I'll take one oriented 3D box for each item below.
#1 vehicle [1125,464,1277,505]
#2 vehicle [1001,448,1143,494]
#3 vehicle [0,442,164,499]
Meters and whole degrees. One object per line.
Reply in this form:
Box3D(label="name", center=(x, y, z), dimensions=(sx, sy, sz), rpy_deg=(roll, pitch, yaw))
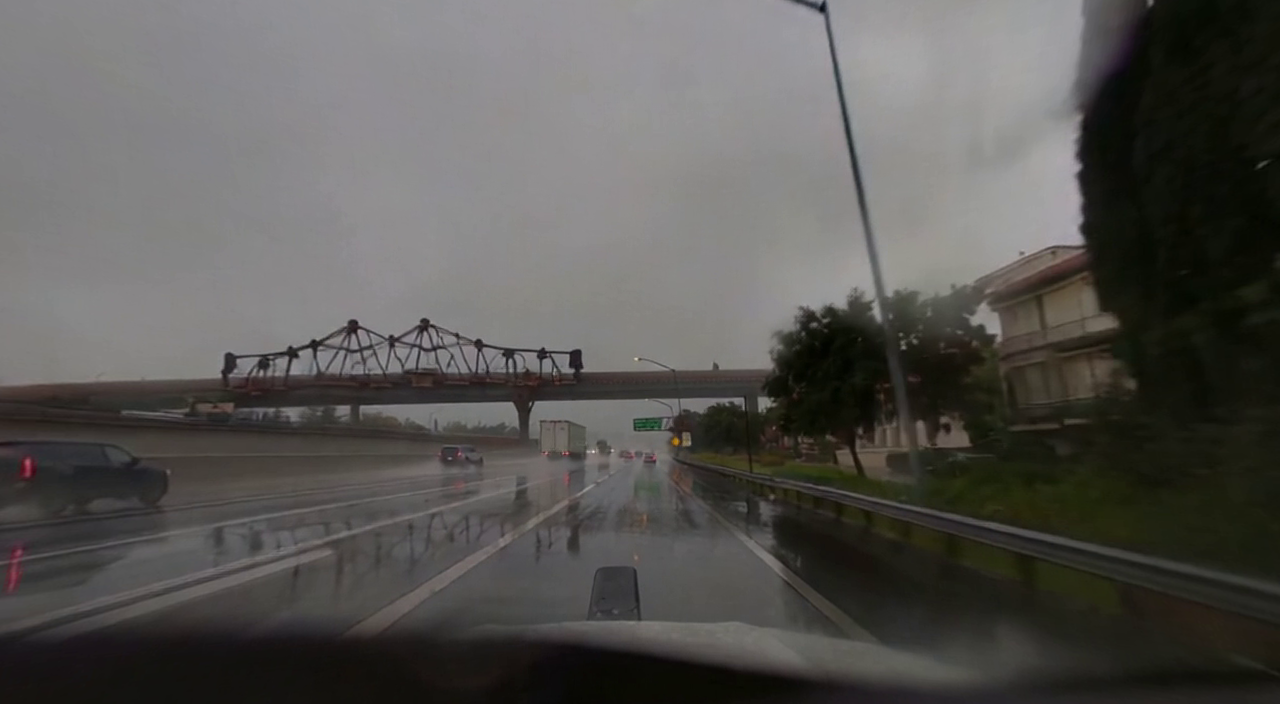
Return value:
Box3D(label="vehicle", center=(22.753, 5.380, 25.737), dimensions=(4.308, 1.519, 1.951), rpy_deg=(0, -8, -1))
Box3D(label="vehicle", center=(22.603, 6.218, 33.208), dimensions=(5.721, 1.944, 2.251), rpy_deg=(-3, -7, -1))
Box3D(label="vehicle", center=(-19.499, 4.062, 22.159), dimensions=(1.932, 1.752, 4.541), rpy_deg=(0, -9, 2))
